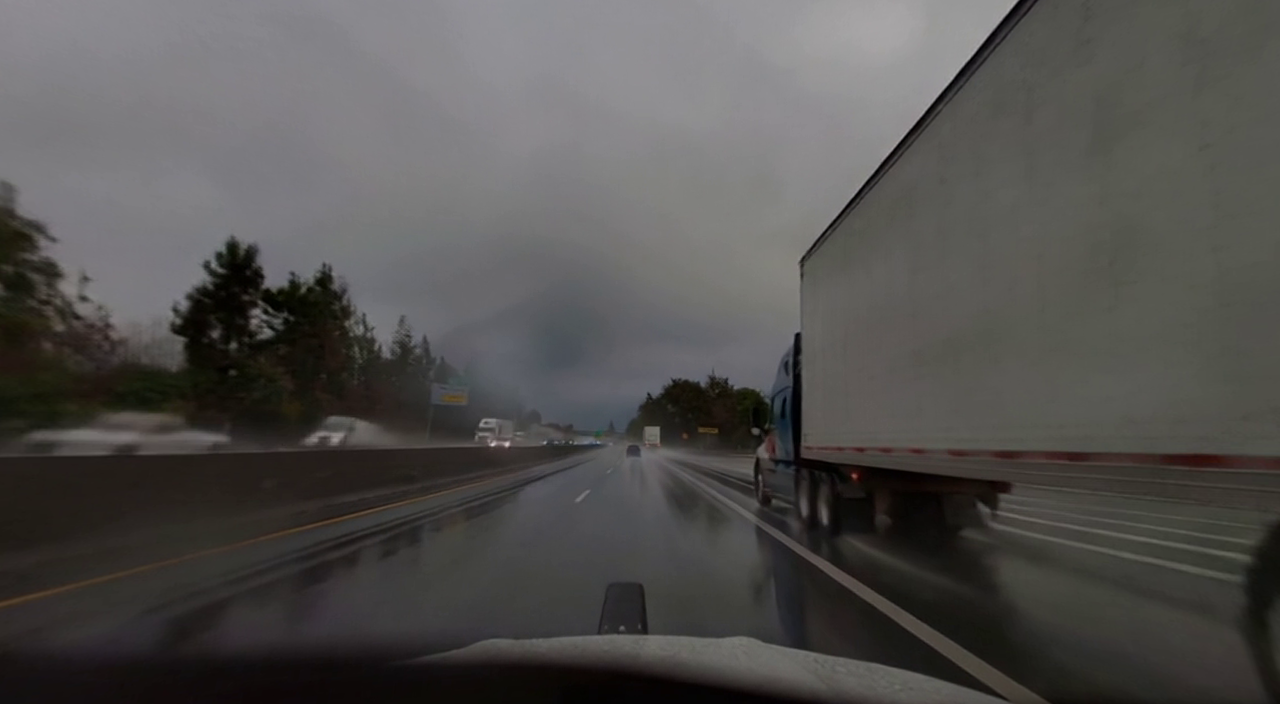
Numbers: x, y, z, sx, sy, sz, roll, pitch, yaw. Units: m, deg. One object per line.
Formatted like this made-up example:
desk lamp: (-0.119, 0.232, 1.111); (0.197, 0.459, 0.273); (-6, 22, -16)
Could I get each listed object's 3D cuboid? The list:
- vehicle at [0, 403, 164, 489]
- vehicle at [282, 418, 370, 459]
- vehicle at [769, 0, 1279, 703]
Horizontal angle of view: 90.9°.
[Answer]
vehicle: (-12.247, 1.898, 12.696); (1.940, 1.489, 4.258); (0, -9, 0)
vehicle: (-16.230, 4.554, 32.909); (2.109, 1.940, 4.817); (0, -9, 0)
vehicle: (4.337, -0.022, 5.840); (3.323, 4.262, 14.056); (0, -9, 0)
